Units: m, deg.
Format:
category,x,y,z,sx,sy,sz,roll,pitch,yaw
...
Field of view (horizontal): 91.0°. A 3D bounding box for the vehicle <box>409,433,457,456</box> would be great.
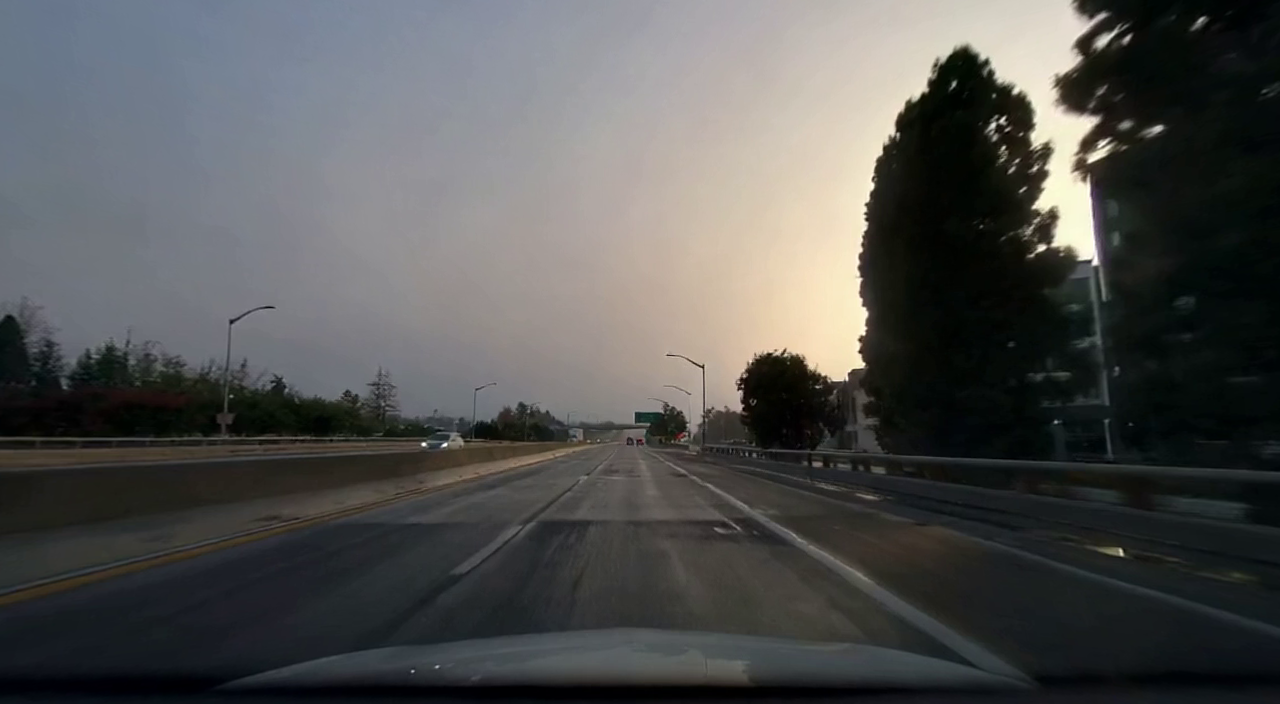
category,x,y,z,sx,sy,sz,roll,pitch,yaw
vehicle,-14.754,6.601,45.090,1.894,1.551,4.534,0,-8,1
